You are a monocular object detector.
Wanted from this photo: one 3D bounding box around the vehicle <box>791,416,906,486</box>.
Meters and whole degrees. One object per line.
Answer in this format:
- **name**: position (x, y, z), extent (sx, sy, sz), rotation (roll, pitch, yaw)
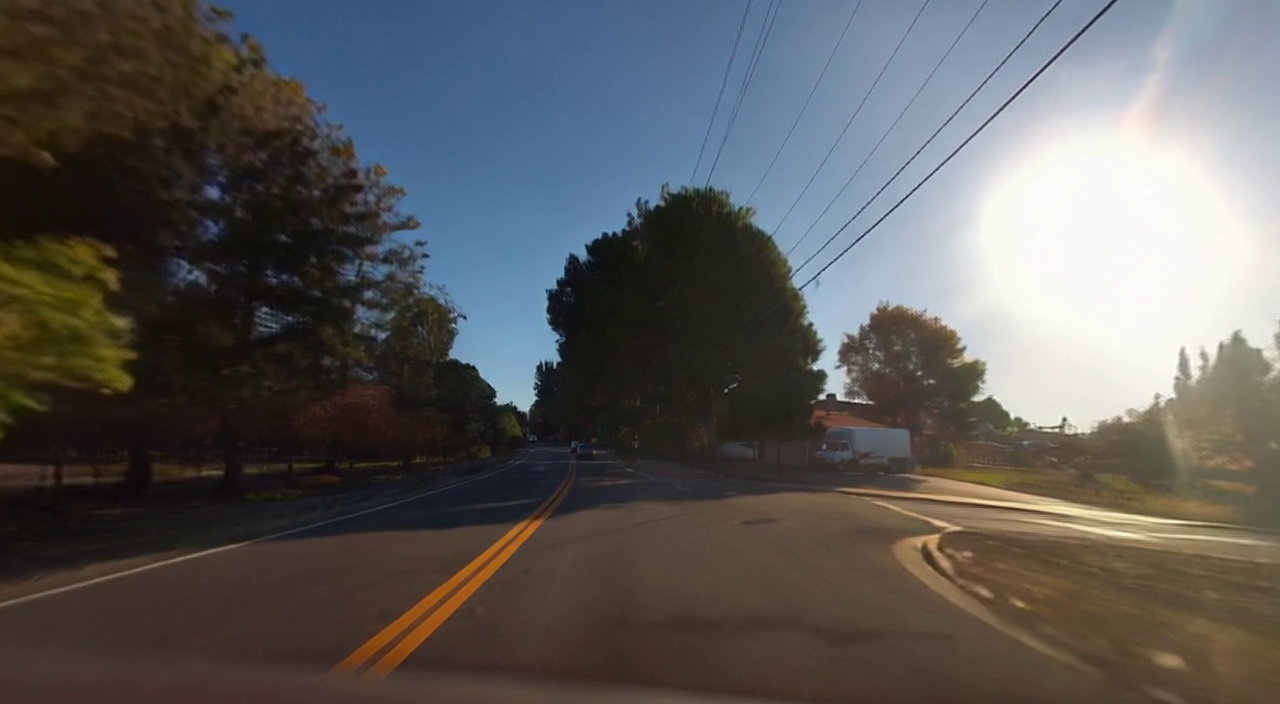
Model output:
- **vehicle**: position (12.038, 5.718, 36.522), extent (5.297, 3.064, 2.935), rotation (11, -8, -16)
